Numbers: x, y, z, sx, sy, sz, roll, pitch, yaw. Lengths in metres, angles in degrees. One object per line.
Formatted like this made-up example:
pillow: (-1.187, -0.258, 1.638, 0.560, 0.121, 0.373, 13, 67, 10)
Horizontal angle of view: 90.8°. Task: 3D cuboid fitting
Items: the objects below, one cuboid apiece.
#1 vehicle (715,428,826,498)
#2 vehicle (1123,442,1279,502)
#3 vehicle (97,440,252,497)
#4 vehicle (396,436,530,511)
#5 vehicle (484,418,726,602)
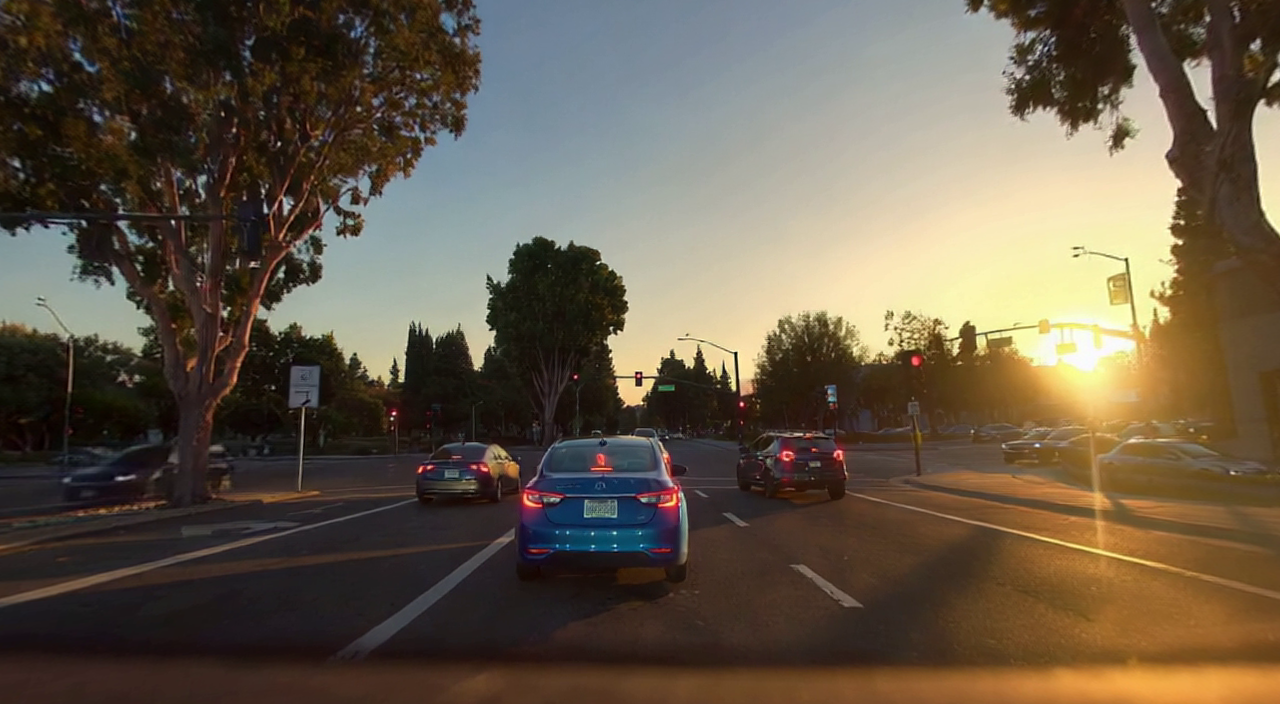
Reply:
vehicle: (3.421, 3.011, 17.507, 2.028, 1.678, 4.220, 0, -8, -2)
vehicle: (15.180, 3.032, 16.272, 3.951, 1.418, 1.842, 0, -8, -3)
vehicle: (-16.260, 4.042, 22.447, 2.101, 1.776, 4.550, 0, -8, -2)
vehicle: (-3.782, 2.659, 14.271, 1.998, 1.452, 3.773, 0, -8, -1)
vehicle: (-0.355, 1.642, 7.503, 2.045, 1.533, 4.183, 0, -8, -2)
